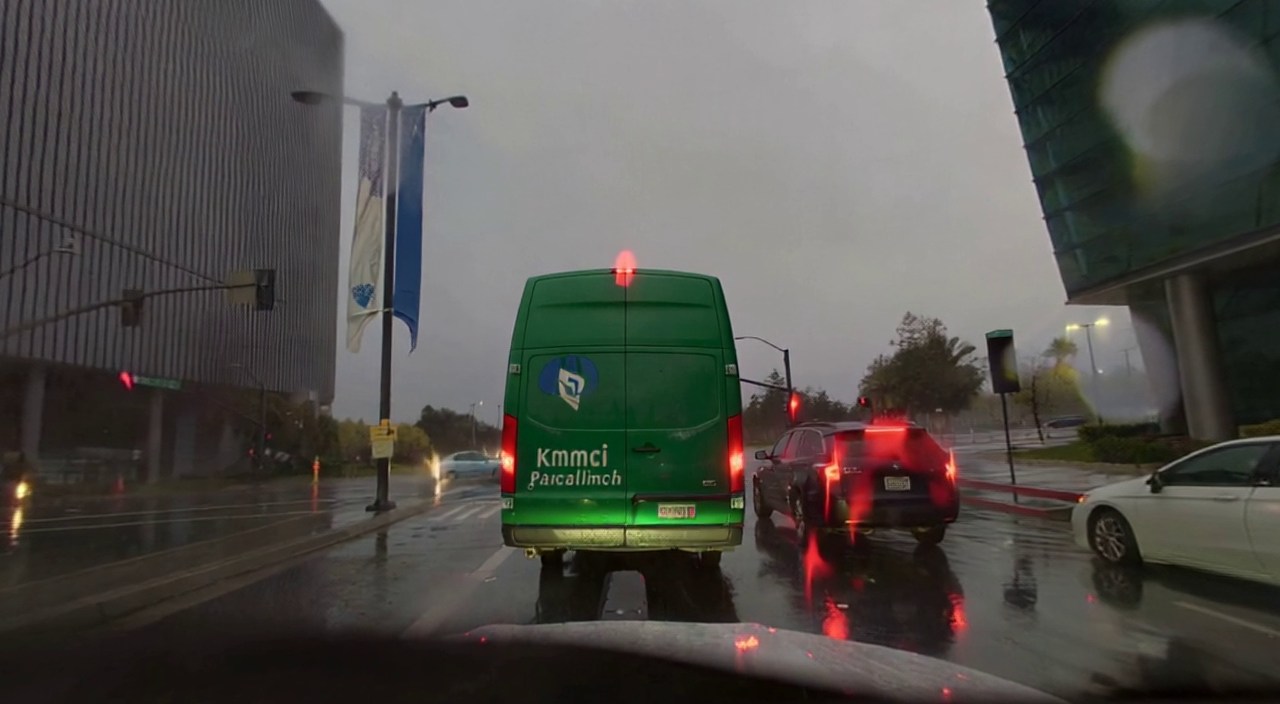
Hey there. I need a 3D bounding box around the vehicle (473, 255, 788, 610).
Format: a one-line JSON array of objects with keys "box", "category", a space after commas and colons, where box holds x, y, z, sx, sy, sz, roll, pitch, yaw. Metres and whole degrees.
[{"box": [-0.036, 1.178, 9.101, 2.613, 3.035, 7.342, 0, -8, 1], "category": "vehicle"}]

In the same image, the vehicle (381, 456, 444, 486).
[{"box": [-15.181, 7.938, 42.514, 1.997, 1.806, 4.630, -1, -9, 8], "category": "vehicle"}]

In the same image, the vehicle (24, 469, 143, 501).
[{"box": [-31.102, 7.433, 35.408, 4.806, 1.652, 1.869, 0, -8, -2], "category": "vehicle"}]

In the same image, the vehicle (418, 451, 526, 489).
[{"box": [-7.876, 5.489, 29.632, 4.659, 1.615, 1.944, 3, -9, -21], "category": "vehicle"}]

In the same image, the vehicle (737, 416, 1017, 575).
[{"box": [2.881, 1.866, 9.054, 2.183, 1.676, 4.506, 0, -8, -1], "category": "vehicle"}]

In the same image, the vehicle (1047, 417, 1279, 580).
[{"box": [7.525, 1.581, 7.022, 1.963, 1.669, 4.678, 3, -9, -20], "category": "vehicle"}]
